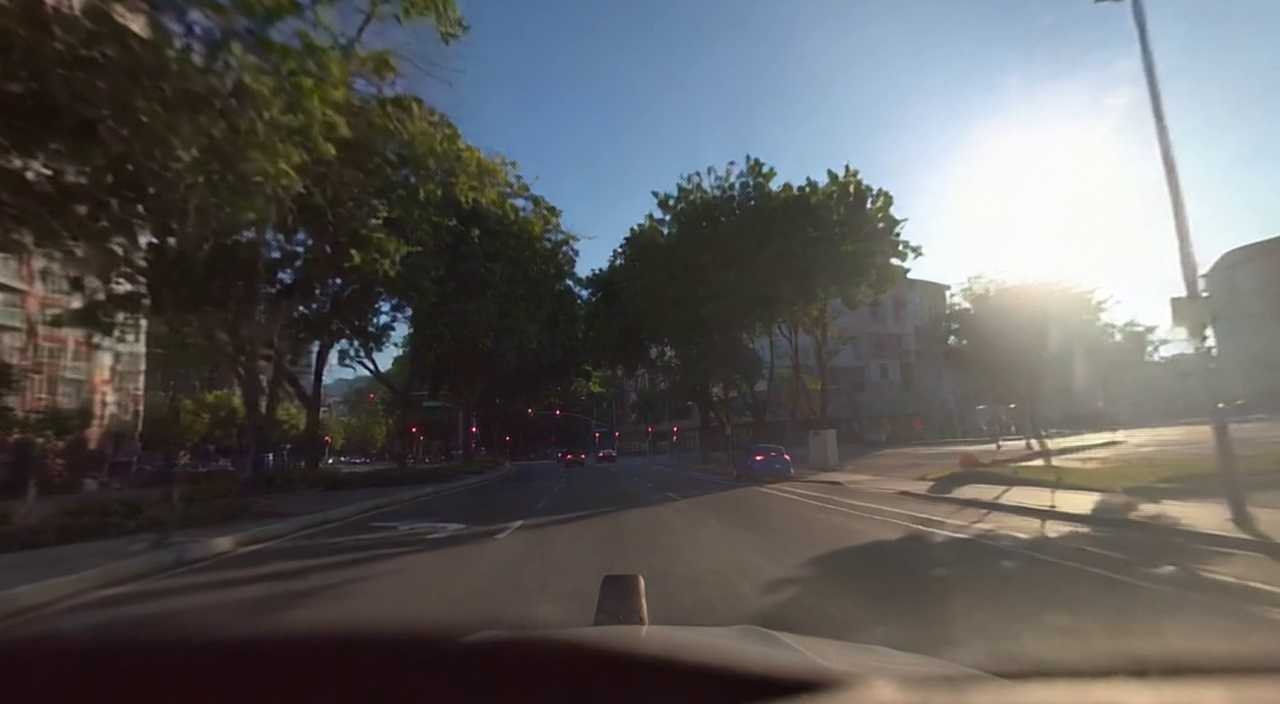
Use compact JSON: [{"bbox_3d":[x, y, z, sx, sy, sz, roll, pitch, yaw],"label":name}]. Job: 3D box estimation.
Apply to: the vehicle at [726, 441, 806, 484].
[{"bbox_3d":[5.240,4.684,27.064,2.042,1.635,4.858,1,-9,-5],"label":"vehicle"}]
